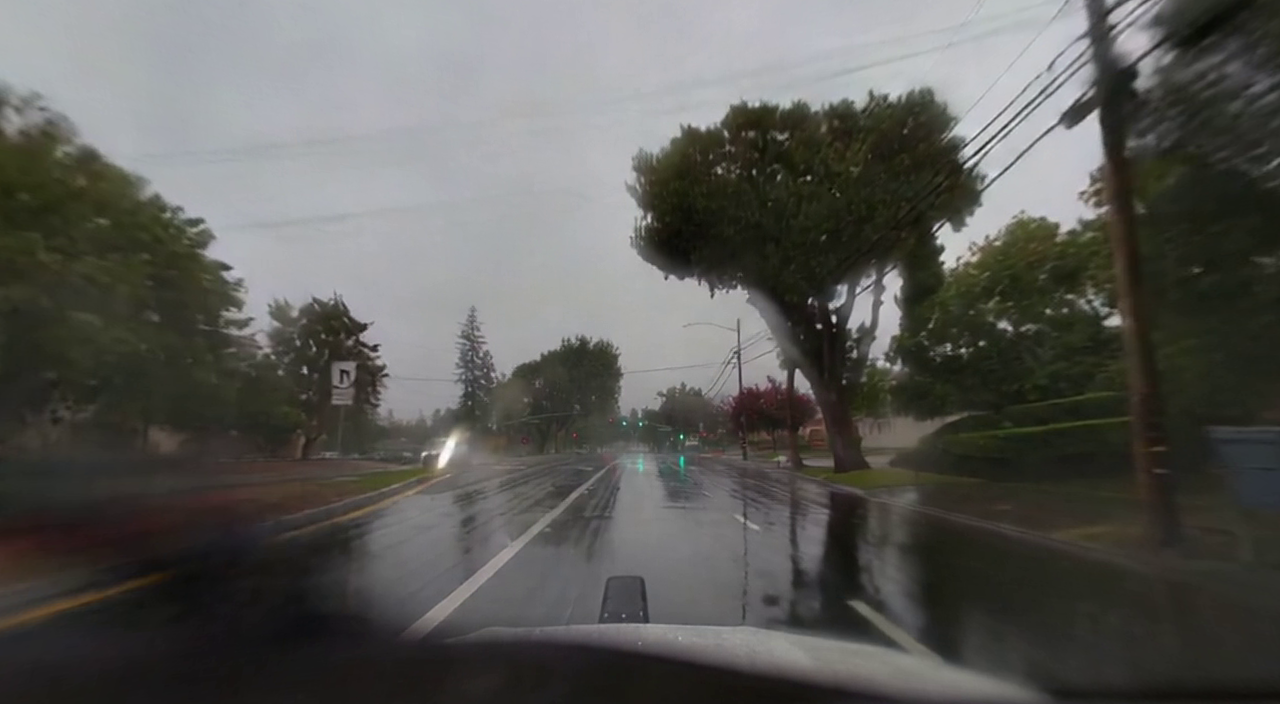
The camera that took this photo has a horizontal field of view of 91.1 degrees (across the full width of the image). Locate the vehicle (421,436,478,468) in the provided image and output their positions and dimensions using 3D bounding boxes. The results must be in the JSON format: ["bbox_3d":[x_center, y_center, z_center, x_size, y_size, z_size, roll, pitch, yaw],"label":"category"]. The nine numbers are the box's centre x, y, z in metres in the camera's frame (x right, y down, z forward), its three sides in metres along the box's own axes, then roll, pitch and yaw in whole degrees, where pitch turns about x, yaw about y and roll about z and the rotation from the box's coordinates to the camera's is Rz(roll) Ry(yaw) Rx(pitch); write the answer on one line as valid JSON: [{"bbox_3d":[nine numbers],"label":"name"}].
[{"bbox_3d":[-11.668,6.169,38.806,2.045,1.847,4.674,0,-8,0],"label":"vehicle"}]
